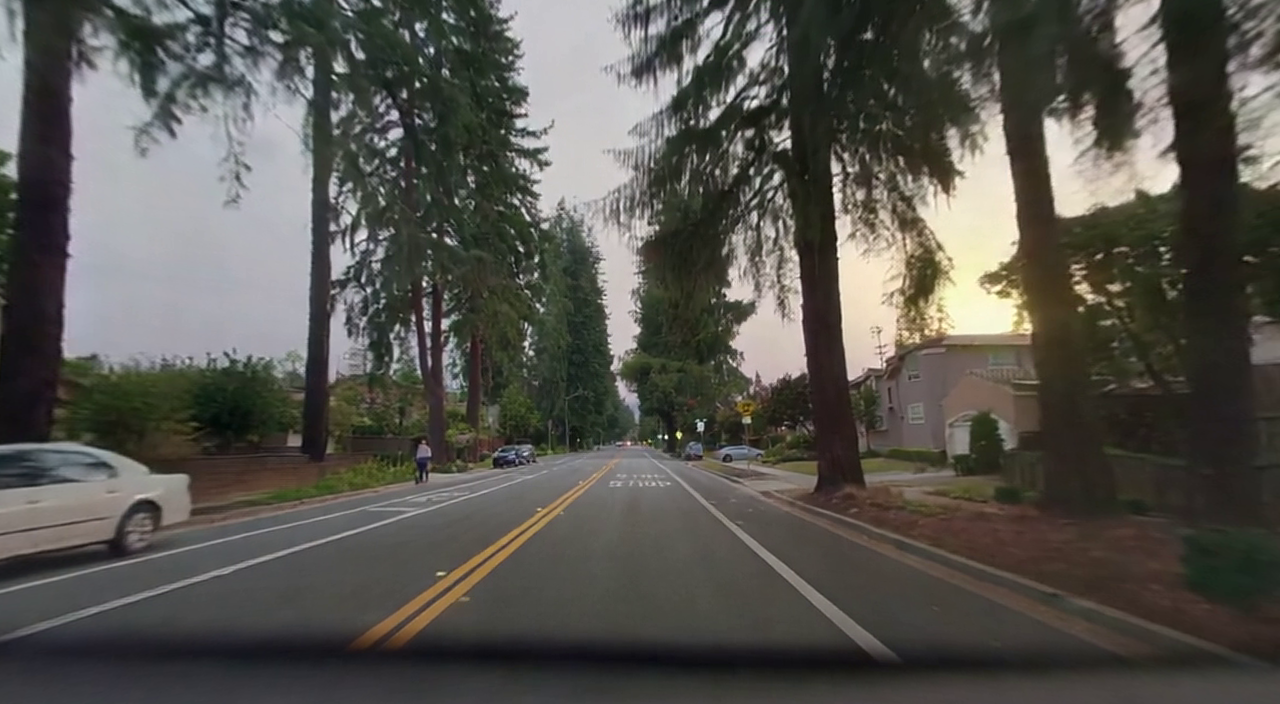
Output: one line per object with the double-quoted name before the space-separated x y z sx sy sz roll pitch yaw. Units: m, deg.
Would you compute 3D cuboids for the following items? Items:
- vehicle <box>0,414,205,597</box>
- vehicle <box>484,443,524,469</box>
"vehicle" -7.241 1.607 6.543 2.063 1.756 4.792 -4 -8 0
"vehicle" -9.392 7.222 43.791 1.998 1.684 4.180 1 -8 -2
